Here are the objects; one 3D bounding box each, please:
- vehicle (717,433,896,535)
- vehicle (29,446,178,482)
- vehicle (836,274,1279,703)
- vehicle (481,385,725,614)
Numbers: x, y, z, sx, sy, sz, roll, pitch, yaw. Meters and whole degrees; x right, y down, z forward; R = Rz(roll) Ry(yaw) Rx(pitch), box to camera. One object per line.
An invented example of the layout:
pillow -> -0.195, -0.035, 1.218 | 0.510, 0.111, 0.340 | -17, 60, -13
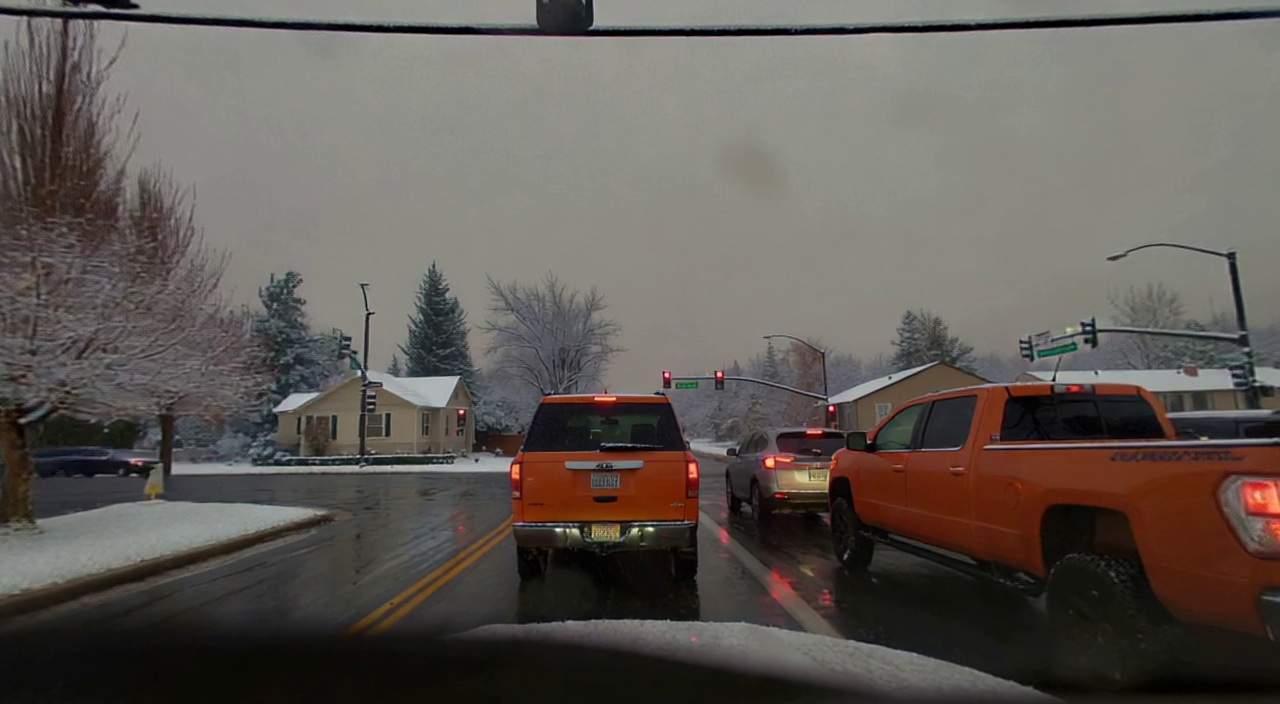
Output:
vehicle -> 2.725, 2.264, 11.530 | 1.952, 1.465, 4.421 | 0, -8, -1
vehicle -> -22.864, 4.783, 27.089 | 4.533, 1.350, 1.714 | 0, -8, -9
vehicle -> 2.988, 0.945, 3.858 | 1.886, 1.849, 5.070 | 0, -8, -1
vehicle -> -0.226, 1.403, 6.736 | 1.915, 1.780, 3.379 | -1, -8, 2
